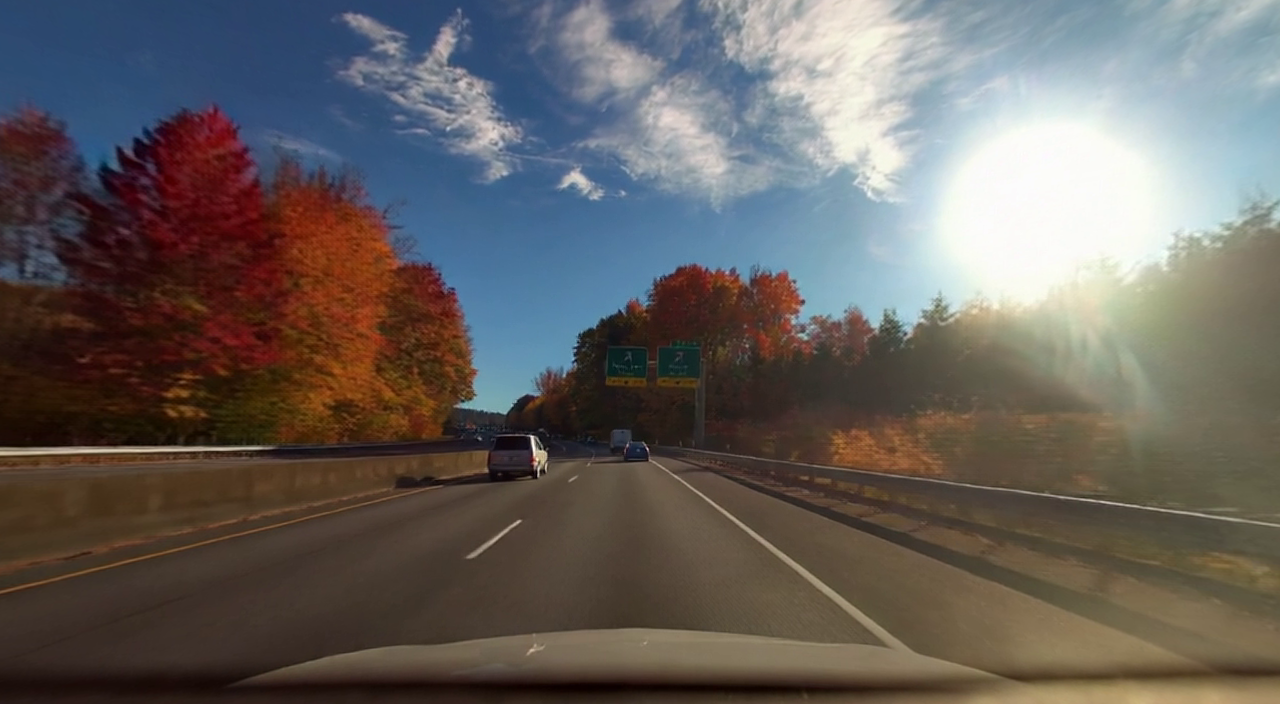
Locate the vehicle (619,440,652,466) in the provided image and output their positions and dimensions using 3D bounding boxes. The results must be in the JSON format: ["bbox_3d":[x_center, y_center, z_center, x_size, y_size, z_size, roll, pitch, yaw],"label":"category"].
[{"bbox_3d":[-0.296,6.278,39.267,1.939,1.497,3.863,0,-8,-1],"label":"vehicle"}]

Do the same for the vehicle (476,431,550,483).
[{"bbox_3d":[-4.577,3.861,23.380,1.924,1.720,4.195,0,-8,-1],"label":"vehicle"}]
